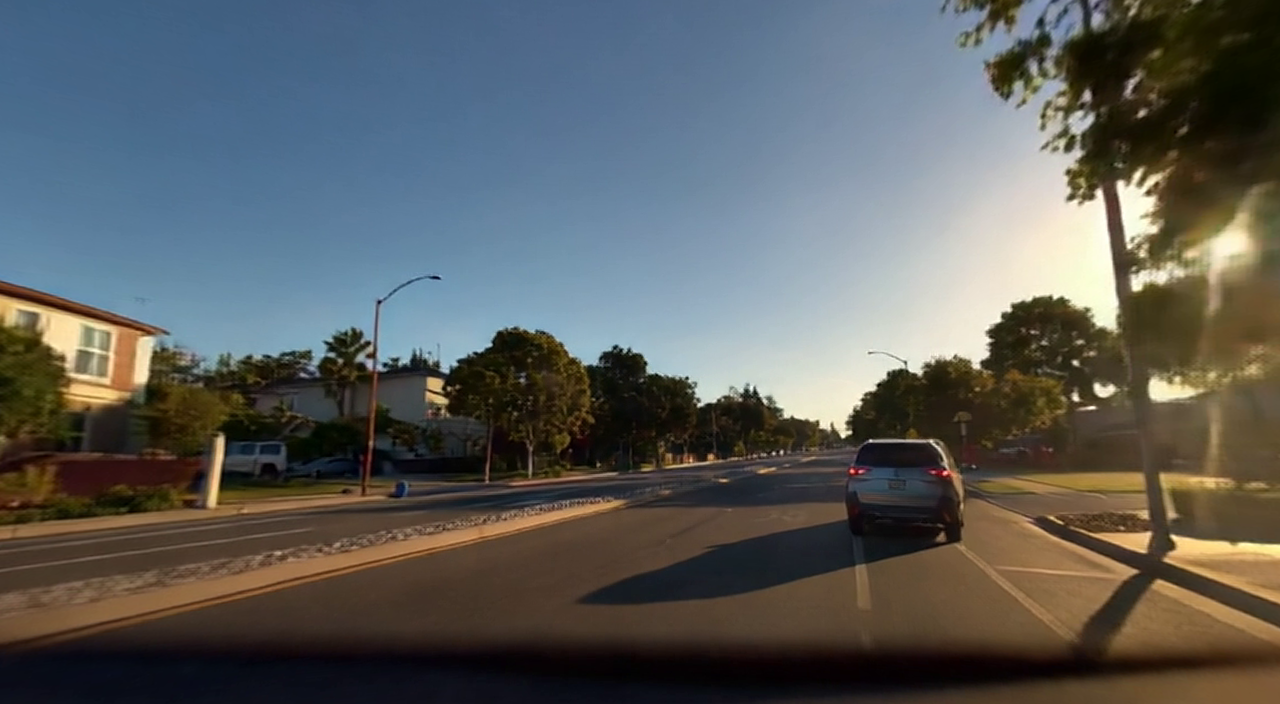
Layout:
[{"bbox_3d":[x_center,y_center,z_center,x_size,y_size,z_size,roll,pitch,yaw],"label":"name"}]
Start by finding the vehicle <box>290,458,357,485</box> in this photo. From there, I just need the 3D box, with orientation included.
[{"bbox_3d":[-23.806,8.980,47.533,1.918,1.796,4.703,-2,-9,12],"label":"vehicle"}]

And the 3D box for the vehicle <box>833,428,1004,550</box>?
[{"bbox_3d":[5.289,2.359,11.589,2.018,1.733,4.546,-6,-10,33],"label":"vehicle"}]

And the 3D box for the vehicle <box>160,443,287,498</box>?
[{"bbox_3d":[-22.049,6.276,33.720,2.329,2.631,5.560,-3,-9,10],"label":"vehicle"}]
